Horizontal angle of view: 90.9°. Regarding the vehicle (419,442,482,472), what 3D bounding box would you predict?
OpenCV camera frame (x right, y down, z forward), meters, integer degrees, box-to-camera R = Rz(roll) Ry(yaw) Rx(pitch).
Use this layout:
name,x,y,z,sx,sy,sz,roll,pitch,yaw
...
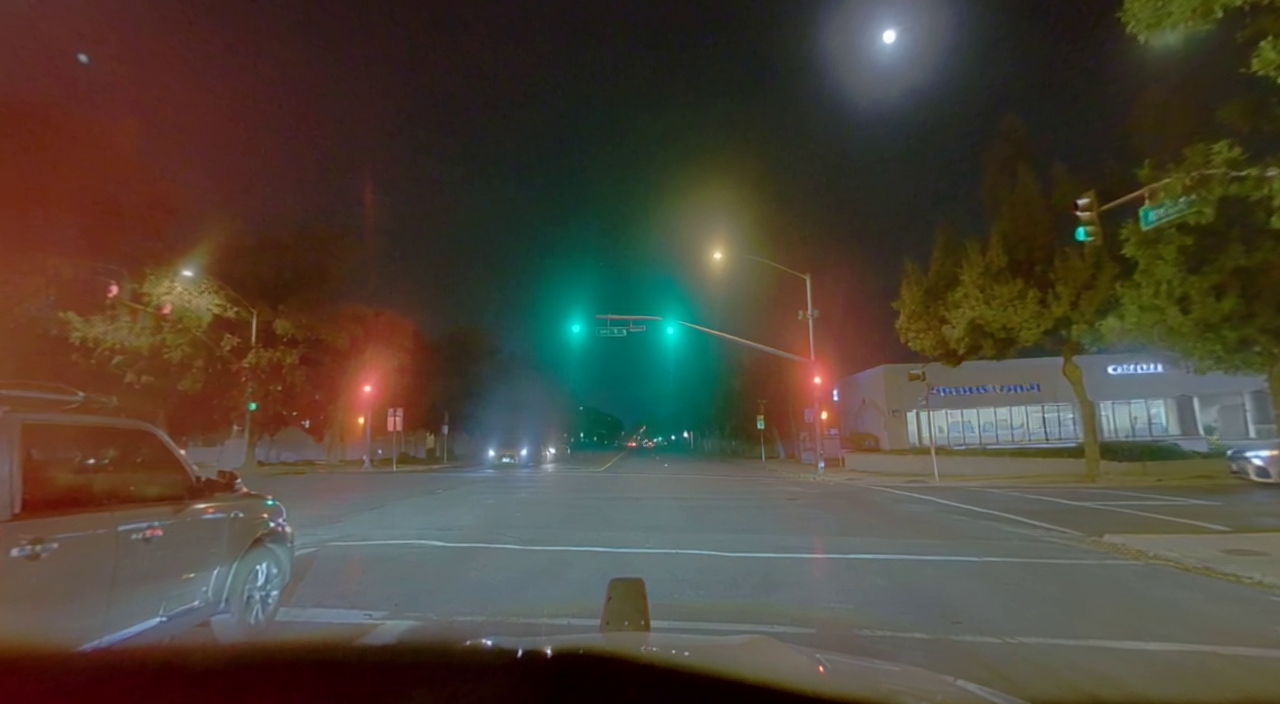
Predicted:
name,x,y,z,sx,sy,sz,roll,pitch,yaw
vehicle,-10.638,5.918,35.719,2.041,1.548,4.868,0,-8,0

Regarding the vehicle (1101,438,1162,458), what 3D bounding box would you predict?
name,x,y,z,sx,sy,sz,roll,pitch,yaw
vehicle,38.481,7.538,49.511,1.837,1.514,4.786,-2,-9,13

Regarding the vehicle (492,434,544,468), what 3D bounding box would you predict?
name,x,y,z,sx,sy,sz,roll,pitch,yaw
vehicle,-7.165,5.860,37.461,2.081,1.818,4.782,0,-8,1

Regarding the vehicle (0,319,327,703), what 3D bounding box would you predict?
name,x,y,z,sx,sy,sz,roll,pitch,yaw
vehicle,-3.481,0.815,2.701,2.000,1.789,4.638,0,-8,-2

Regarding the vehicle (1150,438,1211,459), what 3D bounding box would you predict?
name,x,y,z,sx,sy,sz,roll,pitch,yaw
vehicle,41.128,7.423,48.092,1.767,1.456,4.191,-5,-10,15

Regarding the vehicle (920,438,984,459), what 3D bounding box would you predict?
name,x,y,z,sx,sy,sz,roll,pitch,yaw
vehicle,21.471,6.638,43.393,3.576,1.425,1.702,2,-8,-12
